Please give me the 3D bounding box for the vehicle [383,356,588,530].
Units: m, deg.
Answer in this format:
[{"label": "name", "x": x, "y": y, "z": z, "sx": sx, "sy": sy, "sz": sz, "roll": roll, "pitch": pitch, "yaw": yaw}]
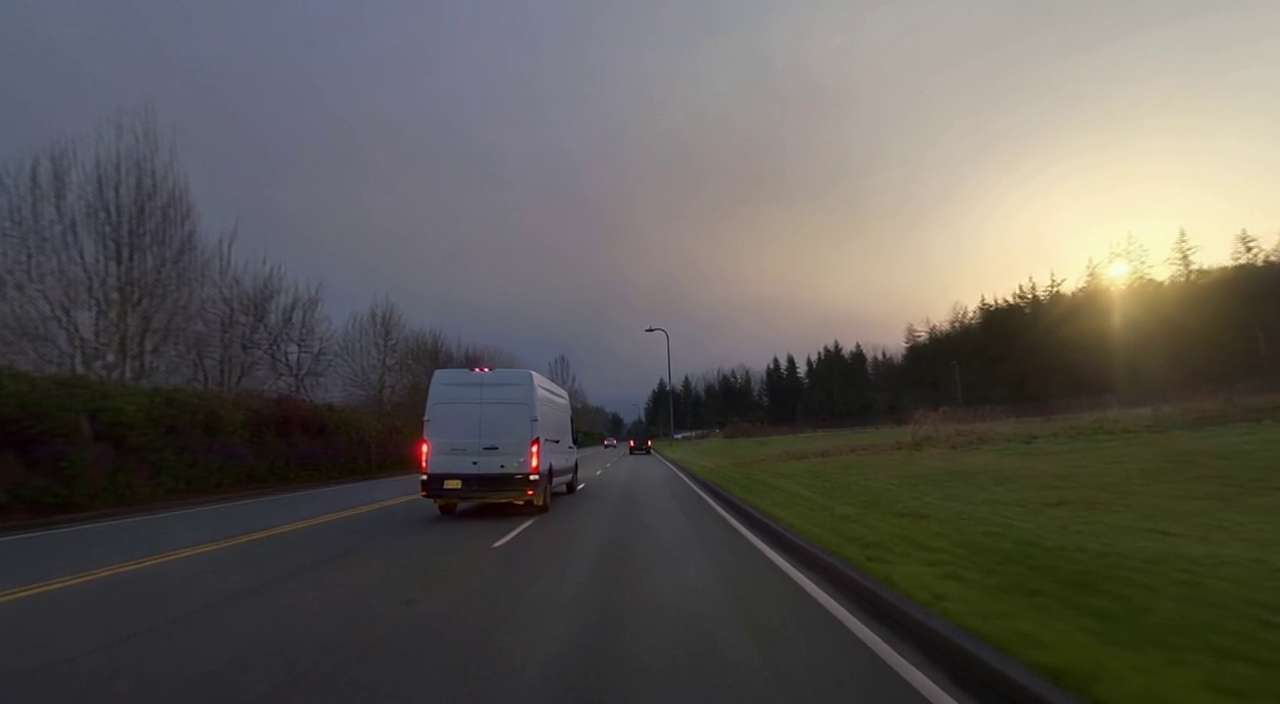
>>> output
[{"label": "vehicle", "x": -2.567, "y": 1.786, "z": 12.567, "sx": 2.497, "sy": 2.628, "sz": 6.016, "roll": 0, "pitch": -8, "yaw": 1}]
